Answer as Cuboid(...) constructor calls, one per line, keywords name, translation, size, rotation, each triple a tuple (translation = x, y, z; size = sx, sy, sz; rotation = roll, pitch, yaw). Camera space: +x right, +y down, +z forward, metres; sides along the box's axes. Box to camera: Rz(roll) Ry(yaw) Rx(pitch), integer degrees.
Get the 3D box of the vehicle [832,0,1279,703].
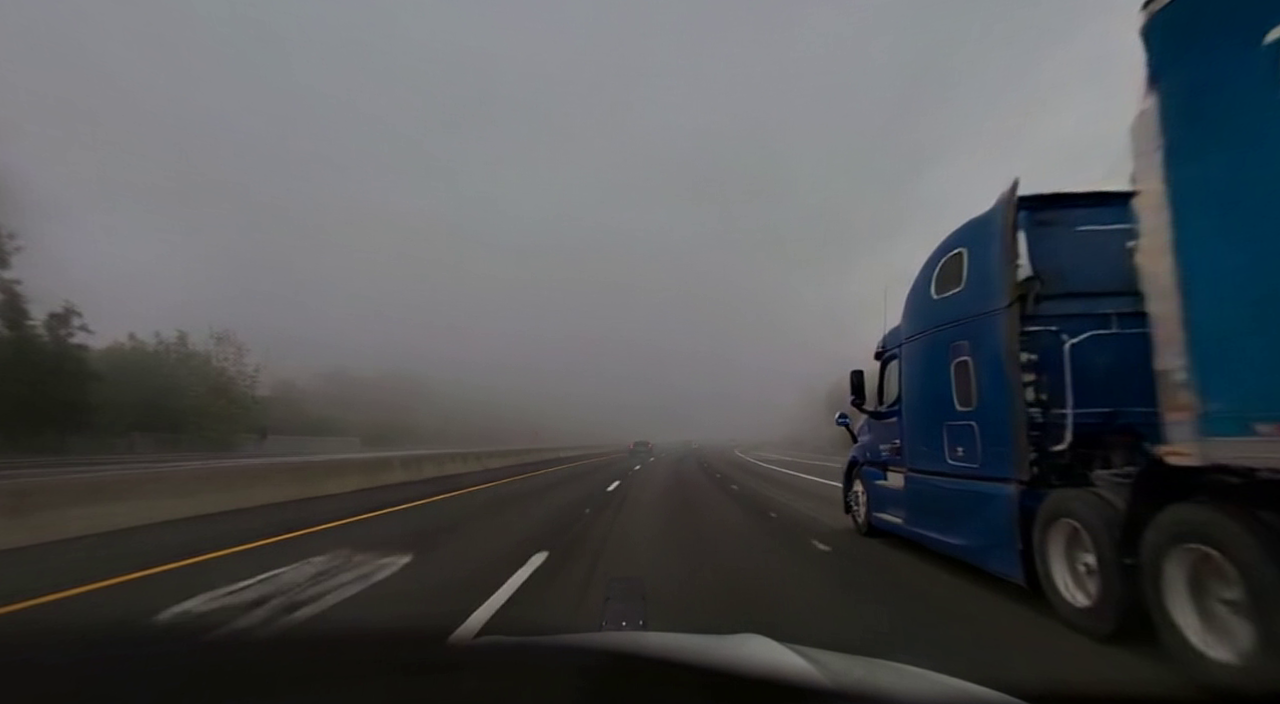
Cuboid(name="vehicle", translation=(4.565, 0.234, 5.742), size=(2.997, 3.915, 8.330), rotation=(0, -8, 0))
